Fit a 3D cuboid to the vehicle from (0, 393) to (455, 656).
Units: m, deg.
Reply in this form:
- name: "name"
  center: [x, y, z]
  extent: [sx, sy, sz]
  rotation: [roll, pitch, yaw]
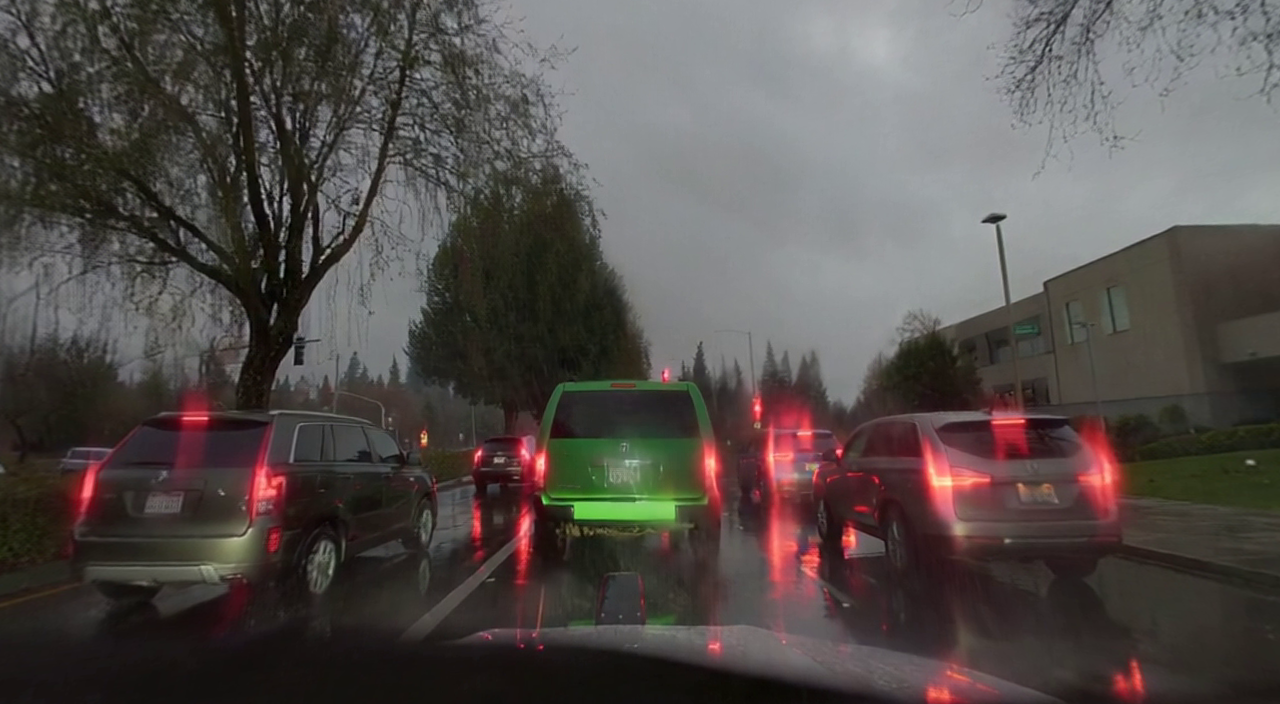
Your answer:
- name: "vehicle"
  center: [-3.374, 1.382, 6.057]
  extent: [1.961, 1.639, 4.064]
  rotation: [0, -9, 0]

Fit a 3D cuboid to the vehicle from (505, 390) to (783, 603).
- name: "vehicle"
  center: [0.016, 1.484, 7.247]
  extent: [2.294, 1.761, 3.857]
  rotation: [0, -9, -1]

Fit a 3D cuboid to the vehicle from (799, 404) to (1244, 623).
- name: "vehicle"
  center: [3.462, 1.552, 7.040]
  extent: [2.202, 1.657, 4.298]
  rotation: [0, -9, -1]
